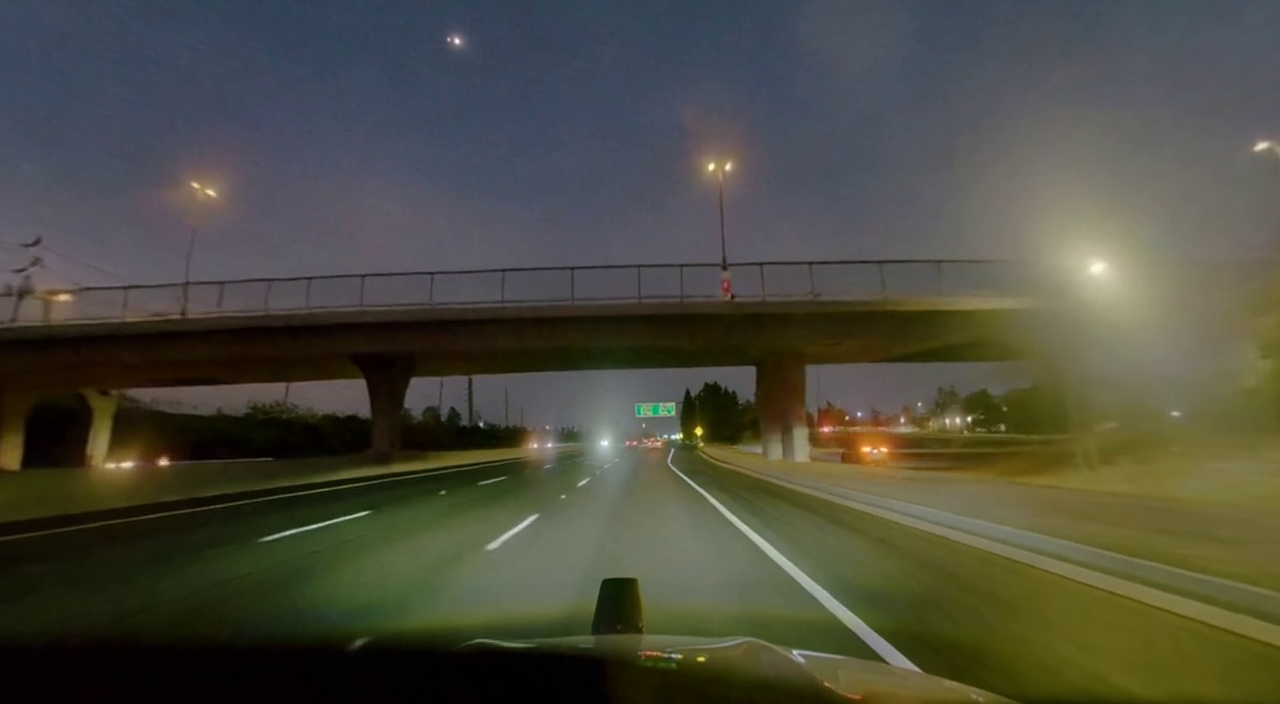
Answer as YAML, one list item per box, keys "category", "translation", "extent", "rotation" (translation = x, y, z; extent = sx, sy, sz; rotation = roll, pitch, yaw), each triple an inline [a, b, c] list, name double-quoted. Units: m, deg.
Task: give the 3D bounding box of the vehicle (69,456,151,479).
- category: "vehicle"
  translation: [-39.703, 8.656, 47.415]
  extent: [1.895, 1.540, 4.839]
  rotation: [0, -8, 1]
